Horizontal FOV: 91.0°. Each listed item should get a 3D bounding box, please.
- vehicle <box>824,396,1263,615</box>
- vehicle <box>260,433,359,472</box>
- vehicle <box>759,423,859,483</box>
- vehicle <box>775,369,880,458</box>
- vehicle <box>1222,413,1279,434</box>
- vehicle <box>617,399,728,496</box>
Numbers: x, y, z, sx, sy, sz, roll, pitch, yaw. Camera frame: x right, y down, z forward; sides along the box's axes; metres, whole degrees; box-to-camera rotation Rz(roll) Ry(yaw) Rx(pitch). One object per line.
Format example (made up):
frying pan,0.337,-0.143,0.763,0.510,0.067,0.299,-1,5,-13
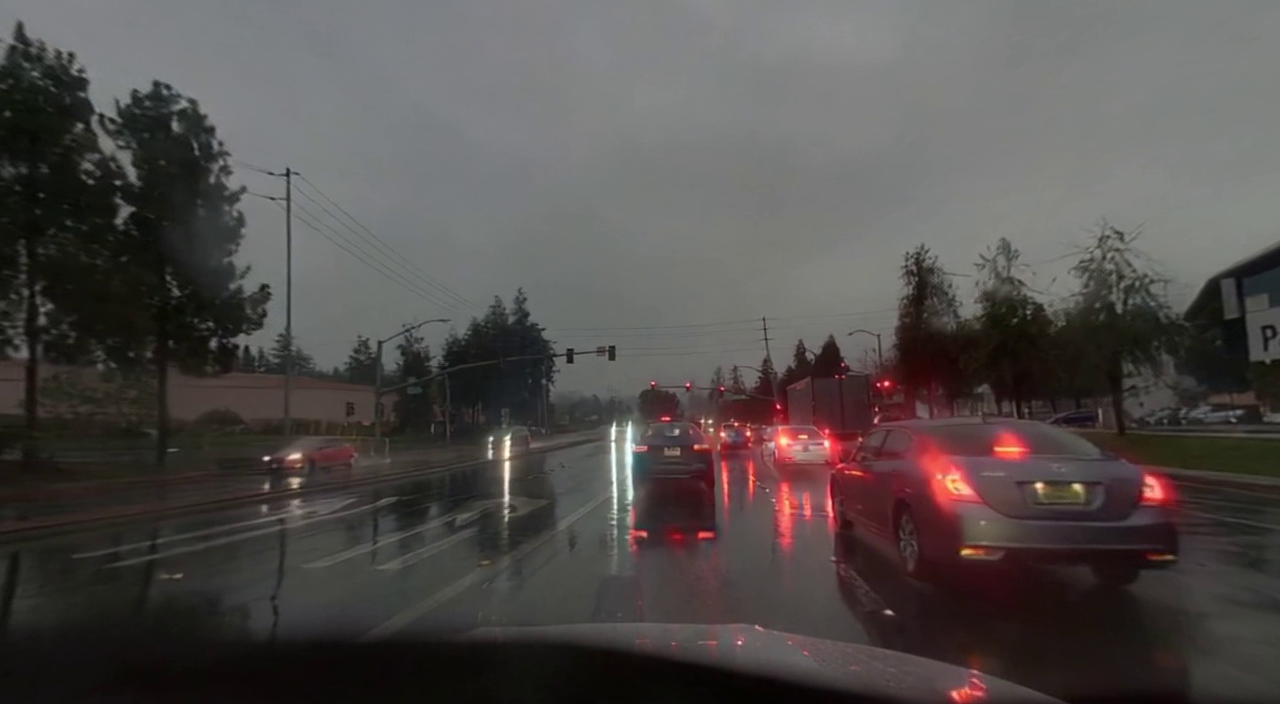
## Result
vehicle,3.489,1.416,6.789,2.109,1.500,4.585,-1,-9,7
vehicle,-15.768,4.814,30.331,1.950,1.713,4.406,-1,-9,7
vehicle,4.509,2.785,17.450,1.862,1.451,4.083,0,-9,4
vehicle,9.181,3.348,32.138,2.965,3.900,9.064,0,-9,3
vehicle,49.069,5.670,49.725,1.817,1.438,4.643,-1,-9,3
vehicle,0.884,2.235,14.758,2.188,1.892,4.488,-1,-9,6
